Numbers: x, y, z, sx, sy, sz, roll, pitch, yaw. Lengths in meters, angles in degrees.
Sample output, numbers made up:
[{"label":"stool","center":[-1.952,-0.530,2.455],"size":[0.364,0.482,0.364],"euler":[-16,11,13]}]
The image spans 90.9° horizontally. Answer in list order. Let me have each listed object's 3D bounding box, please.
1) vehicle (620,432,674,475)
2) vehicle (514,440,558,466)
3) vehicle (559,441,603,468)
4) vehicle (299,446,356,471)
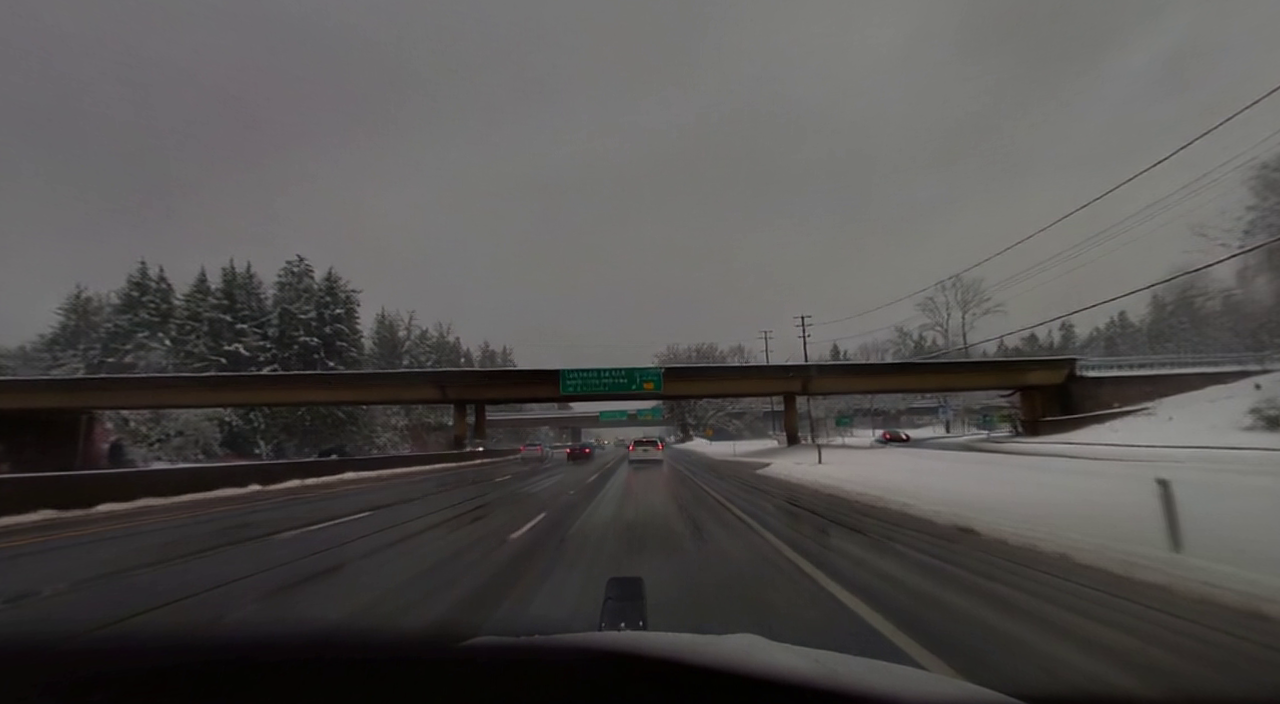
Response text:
[{"label":"vehicle","center":[0.279,4.394,27.416],"size":[2.152,1.697,4.066],"euler":[0,-8,0]},{"label":"vehicle","center":[-7.210,7.034,44.149],"size":[2.139,1.653,4.614],"euler":[0,-8,2]},{"label":"vehicle","center":[-3.379,5.971,36.940],"size":[2.056,1.464,4.564],"euler":[0,-8,1]},{"label":"vehicle","center":[-22.917,7.787,46.417],"size":[1.867,1.696,4.566],"euler":[0,-8,0]}]
